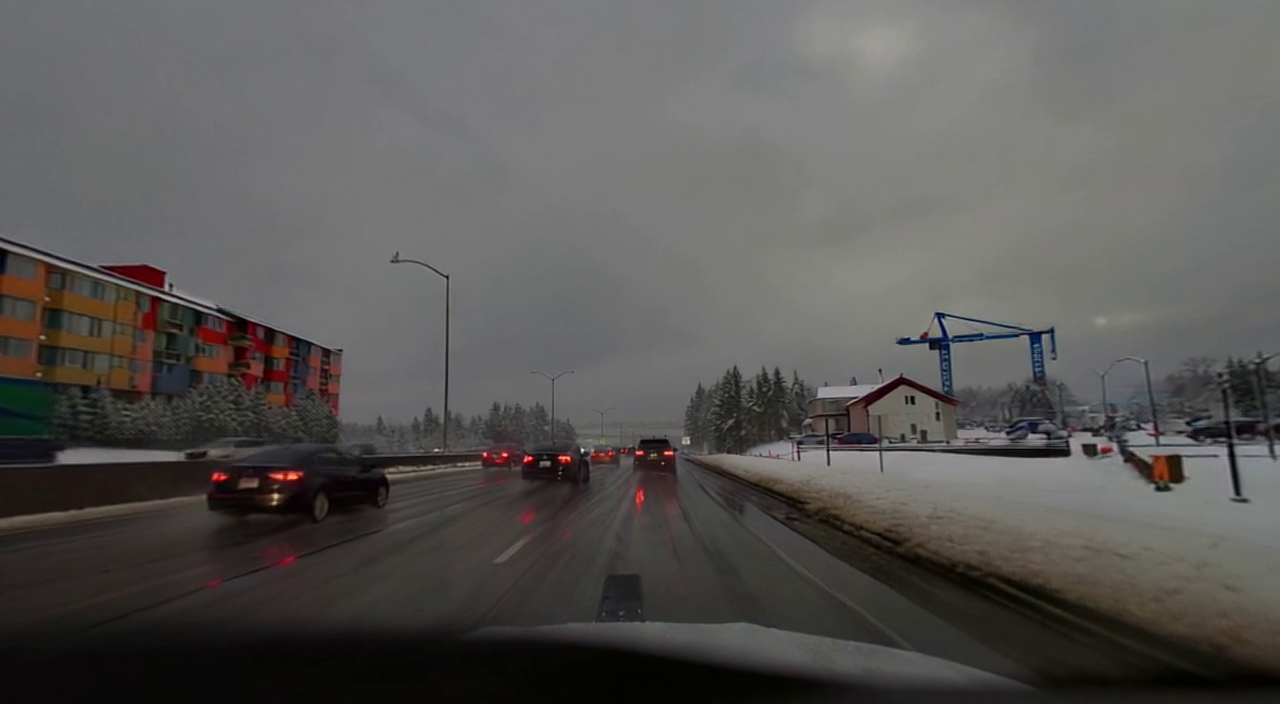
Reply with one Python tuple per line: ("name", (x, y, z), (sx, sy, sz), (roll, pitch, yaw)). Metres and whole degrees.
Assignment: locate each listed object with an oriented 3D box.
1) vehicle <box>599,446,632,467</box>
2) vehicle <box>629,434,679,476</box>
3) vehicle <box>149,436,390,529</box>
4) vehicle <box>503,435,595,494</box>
("vehicle", (-1.807, 7.825, 47.491), (2.029, 1.497, 3.960), (0, -9, 4))
("vehicle", (0.652, 4.720, 28.985), (2.116, 1.763, 4.352), (0, -8, 2))
("vehicle", (-6.924, 2.451, 12.506), (1.959, 1.486, 4.460), (0, -8, 2))
("vehicle", (-2.787, 3.563, 20.384), (2.109, 1.657, 4.554), (0, -8, 2))
